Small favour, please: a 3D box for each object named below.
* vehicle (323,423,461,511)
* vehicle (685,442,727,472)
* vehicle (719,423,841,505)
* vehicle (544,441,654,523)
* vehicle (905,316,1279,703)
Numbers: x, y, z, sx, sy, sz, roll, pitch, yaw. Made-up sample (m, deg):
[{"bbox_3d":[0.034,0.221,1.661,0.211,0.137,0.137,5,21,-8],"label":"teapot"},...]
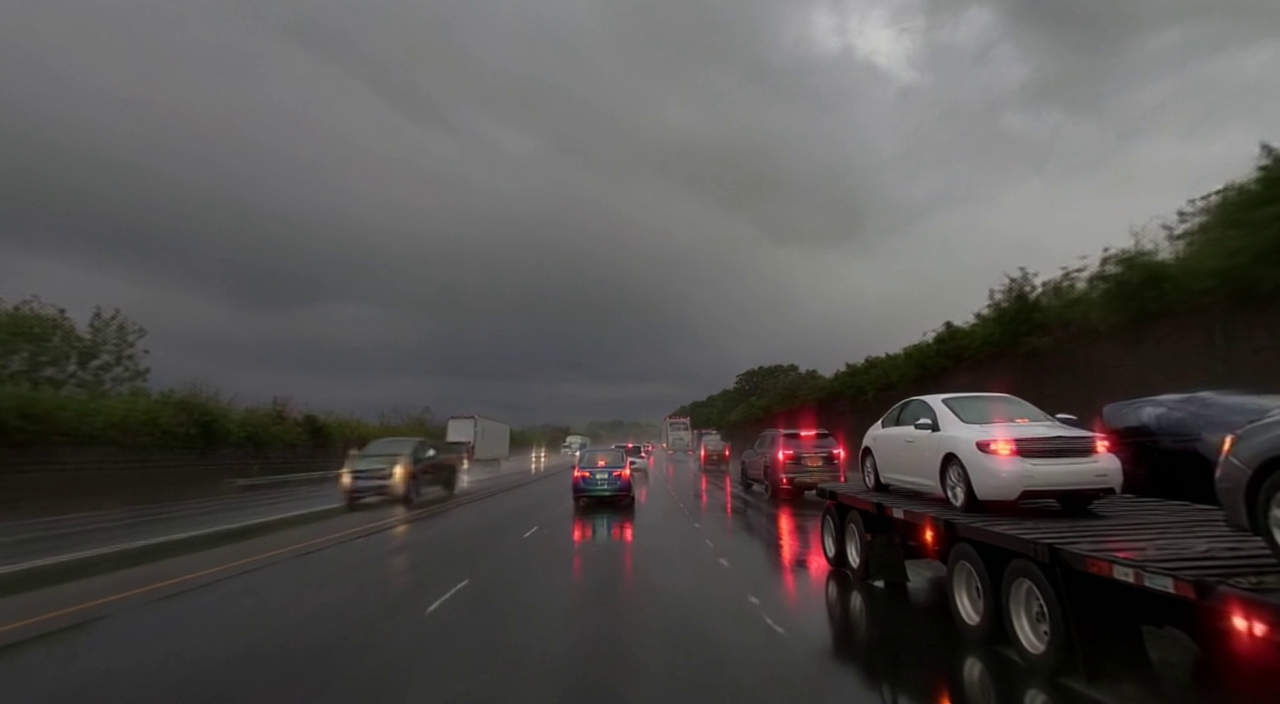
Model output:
[{"bbox_3d":[-8.315,3.922,21.955,2.385,2.627,5.771,0,-9,0],"label":"vehicle"},{"bbox_3d":[3.823,6.150,37.059,1.938,1.660,4.223,0,-9,-1],"label":"vehicle"},{"bbox_3d":[3.498,2.908,16.627,2.303,1.889,3.920,0,-9,0],"label":"vehicle"},{"bbox_3d":[-0.723,2.645,13.283,1.991,1.466,3.675,0,-9,0],"label":"vehicle"},{"bbox_3d":[3.484,0.937,3.602,1.959,1.783,4.407,0,-9,0],"label":"vehicle"}]
